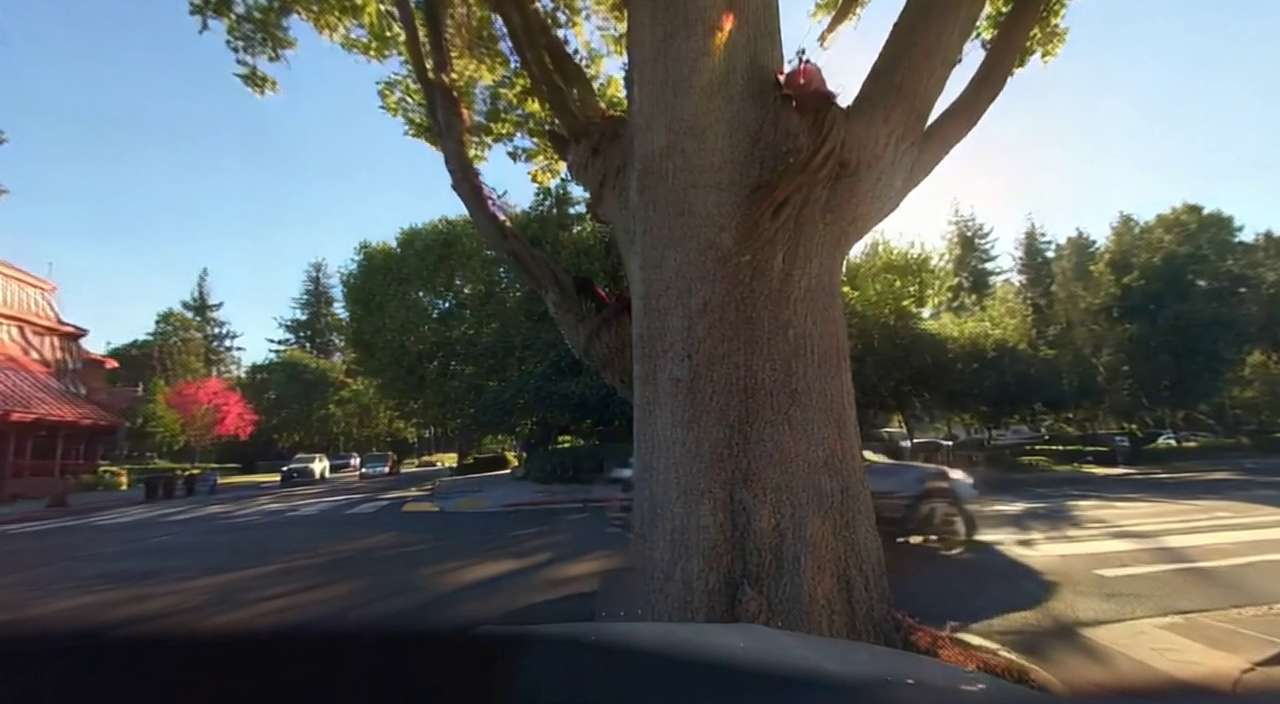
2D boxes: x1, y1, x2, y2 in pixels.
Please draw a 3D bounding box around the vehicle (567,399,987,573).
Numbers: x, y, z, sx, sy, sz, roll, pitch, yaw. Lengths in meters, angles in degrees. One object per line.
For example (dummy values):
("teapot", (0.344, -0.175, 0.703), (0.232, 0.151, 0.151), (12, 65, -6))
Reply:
("vehicle", (1.562, 1.563, 7.989), (4.557, 1.677, 2.337), (2, -9, -17))
